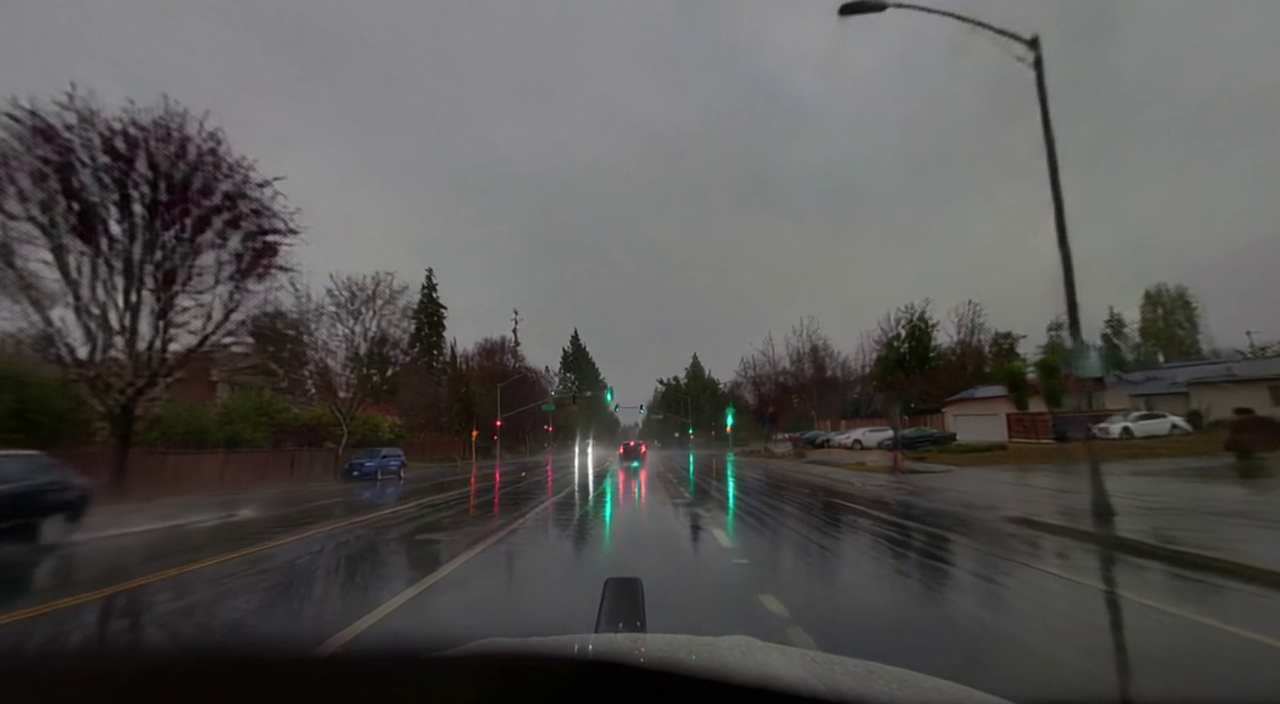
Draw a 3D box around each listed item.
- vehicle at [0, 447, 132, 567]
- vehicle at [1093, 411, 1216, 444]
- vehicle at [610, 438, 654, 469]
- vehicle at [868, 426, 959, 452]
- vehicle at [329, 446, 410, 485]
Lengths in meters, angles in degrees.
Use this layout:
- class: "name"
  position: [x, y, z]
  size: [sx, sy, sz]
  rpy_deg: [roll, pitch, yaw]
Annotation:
- class: "vehicle"
  position: [-9.785, 2.151, 8.765]
  size: [1.945, 1.629, 4.197]
  rpy_deg: [0, -9, 0]
- class: "vehicle"
  position: [27.490, 4.072, 33.857]
  size: [4.736, 1.646, 2.037]
  rpy_deg: [0, -9, 0]
- class: "vehicle"
  position: [-0.420, 5.214, 32.638]
  size: [2.104, 1.462, 3.991]
  rpy_deg: [0, -9, -1]
- class: "vehicle"
  position: [16.638, 5.341, 38.587]
  size: [4.658, 1.495, 1.978]
  rpy_deg: [0, -9, -2]
- class: "vehicle"
  position: [-13.078, 5.488, 30.899]
  size: [1.957, 1.754, 4.393]
  rpy_deg: [0, -9, 1]
